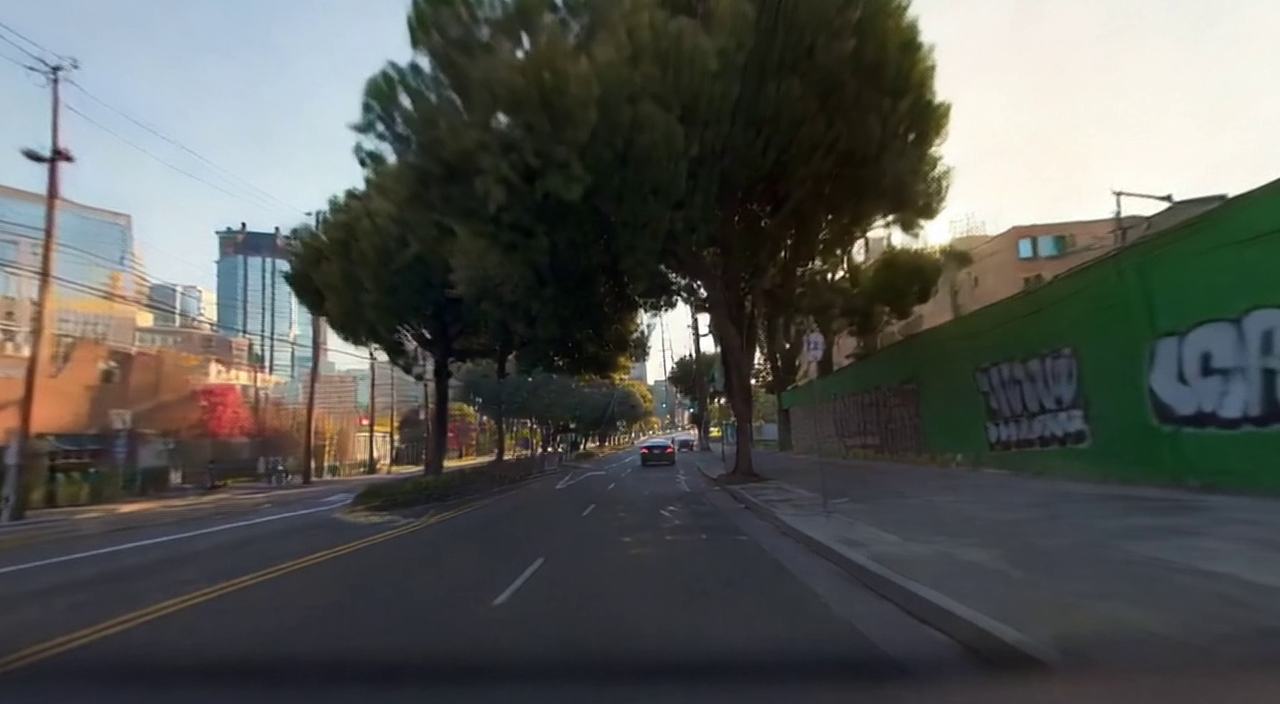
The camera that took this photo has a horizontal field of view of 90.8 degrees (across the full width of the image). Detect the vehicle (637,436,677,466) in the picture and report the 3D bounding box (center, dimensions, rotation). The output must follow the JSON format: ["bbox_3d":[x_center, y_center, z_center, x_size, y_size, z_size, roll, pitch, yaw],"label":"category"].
[{"bbox_3d":[0.989,5.528,35.398,2.105,1.611,3.750,-1,-8,3],"label":"vehicle"}]
